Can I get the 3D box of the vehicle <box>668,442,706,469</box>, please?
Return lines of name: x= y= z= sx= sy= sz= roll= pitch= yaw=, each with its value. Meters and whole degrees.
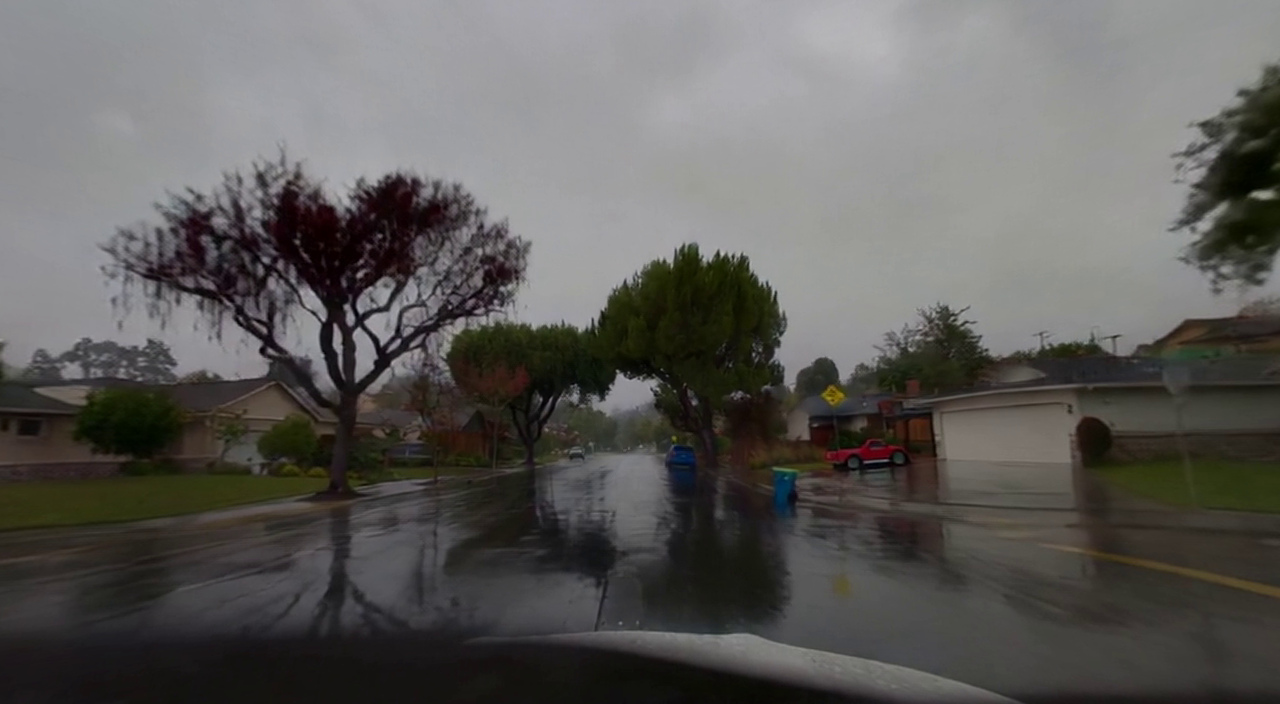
vehicle: x=3.012 y=6.727 z=41.081 sx=2.114 sy=1.633 sz=4.042 roll=0 pitch=-9 yaw=0
